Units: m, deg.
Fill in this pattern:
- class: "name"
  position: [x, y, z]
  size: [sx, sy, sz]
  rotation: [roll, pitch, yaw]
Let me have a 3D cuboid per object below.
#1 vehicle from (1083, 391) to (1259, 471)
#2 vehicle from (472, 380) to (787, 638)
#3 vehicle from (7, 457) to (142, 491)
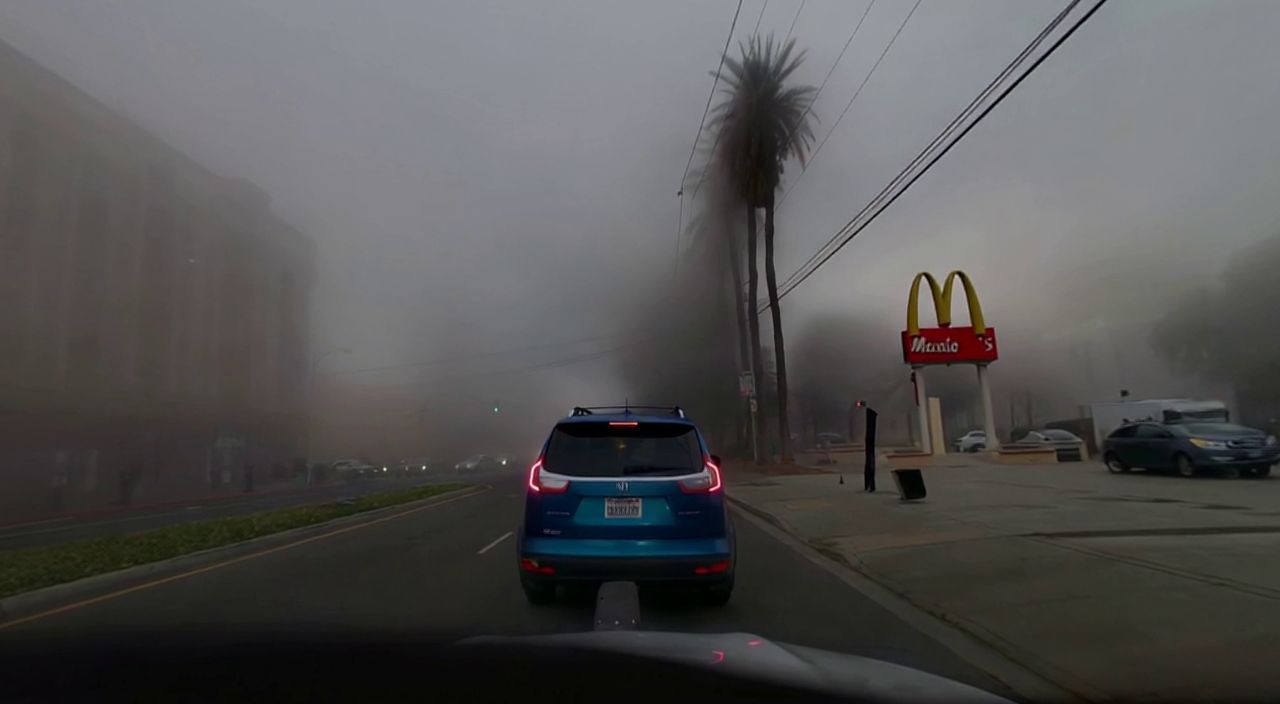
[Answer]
- class: "vehicle"
  position: [16.101, 2.460, 19.052]
  size: [6.060, 2.047, 2.490]
  rotation: [6, -11, -36]
- class: "vehicle"
  position: [-0.124, 1.404, 6.521]
  size: [2.234, 1.818, 3.869]
  rotation: [0, -9, -2]
- class: "vehicle"
  position: [-27.958, 6.023, 31.471]
  size: [4.593, 1.528, 1.979]
  rotation: [5, -10, -29]
